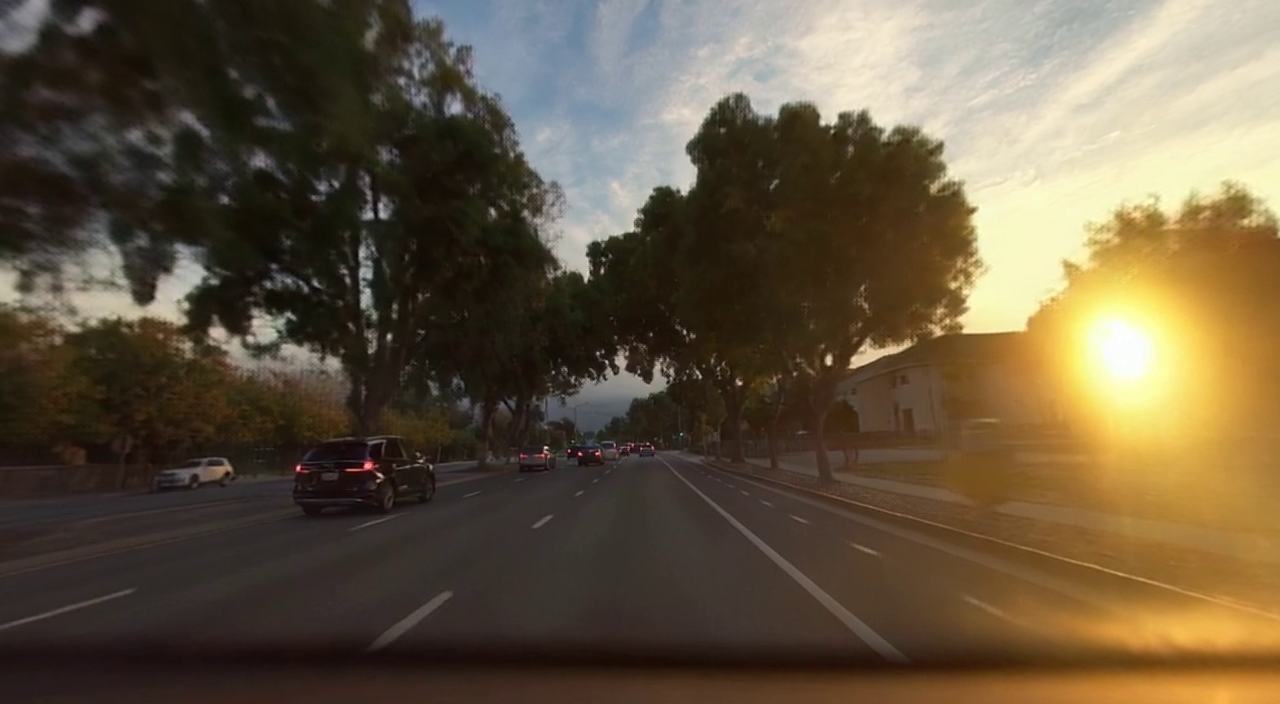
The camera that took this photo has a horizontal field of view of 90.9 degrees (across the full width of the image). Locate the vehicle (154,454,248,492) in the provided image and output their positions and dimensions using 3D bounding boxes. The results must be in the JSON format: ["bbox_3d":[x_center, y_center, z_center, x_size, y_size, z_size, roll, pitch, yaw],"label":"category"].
[{"bbox_3d":[-25.231,6.916,36.474,2.031,1.862,4.761,-1,-8,0],"label":"vehicle"}]

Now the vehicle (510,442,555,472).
[{"bbox_3d":[-6.509,6.363,38.504,1.985,1.708,4.310,0,-9,0],"label":"vehicle"}]

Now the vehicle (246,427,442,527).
[{"bbox_3d":[-6.008,2.571,13.559,2.123,1.761,4.322,0,-9,0],"label":"vehicle"}]
